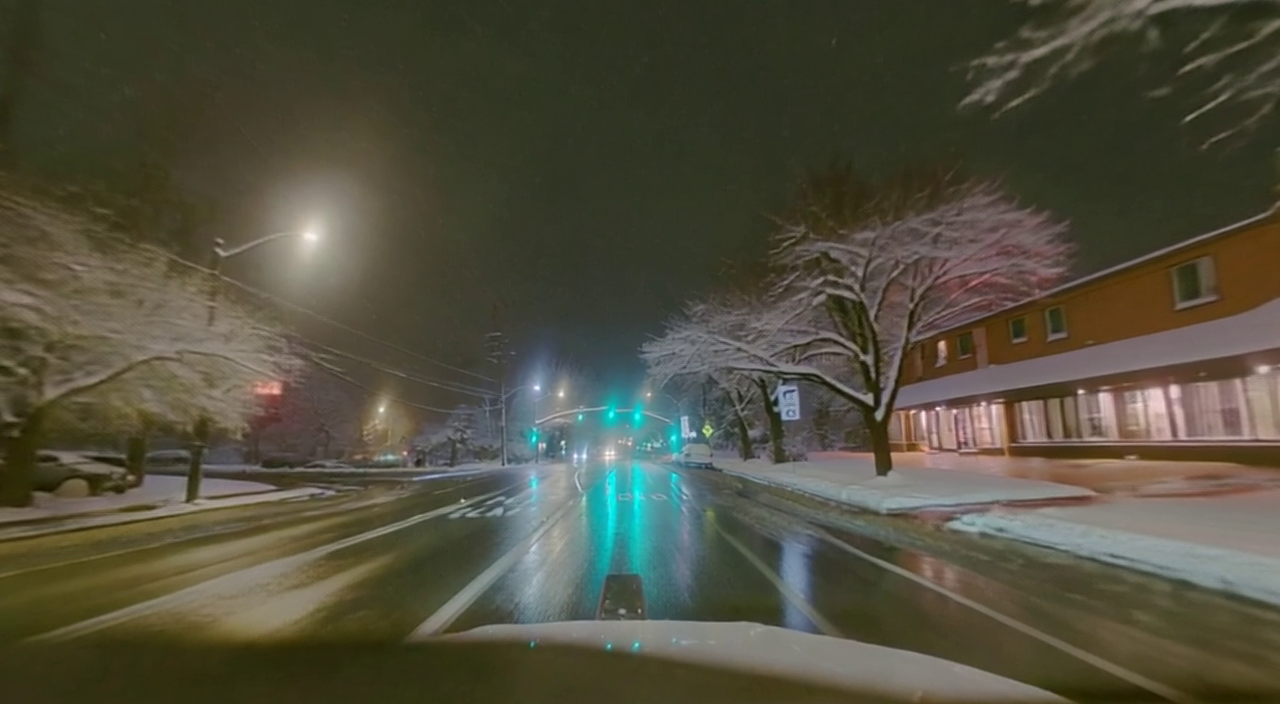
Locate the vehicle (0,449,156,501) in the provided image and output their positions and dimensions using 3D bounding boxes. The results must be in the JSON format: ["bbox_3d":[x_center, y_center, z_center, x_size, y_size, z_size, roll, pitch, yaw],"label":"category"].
[{"bbox_3d":[-20.055,4.312,22.585,1.981,1.510,4.439,1,-7,0],"label":"vehicle"}]

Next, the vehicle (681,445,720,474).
[{"bbox_3d":[3.847,6.906,40.941,1.957,1.753,4.413,1,-8,-2],"label":"vehicle"}]

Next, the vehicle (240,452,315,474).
[{"bbox_3d":[-26.209,8.058,45.834,4.402,1.449,1.880,4,-8,-19],"label":"vehicle"}]
